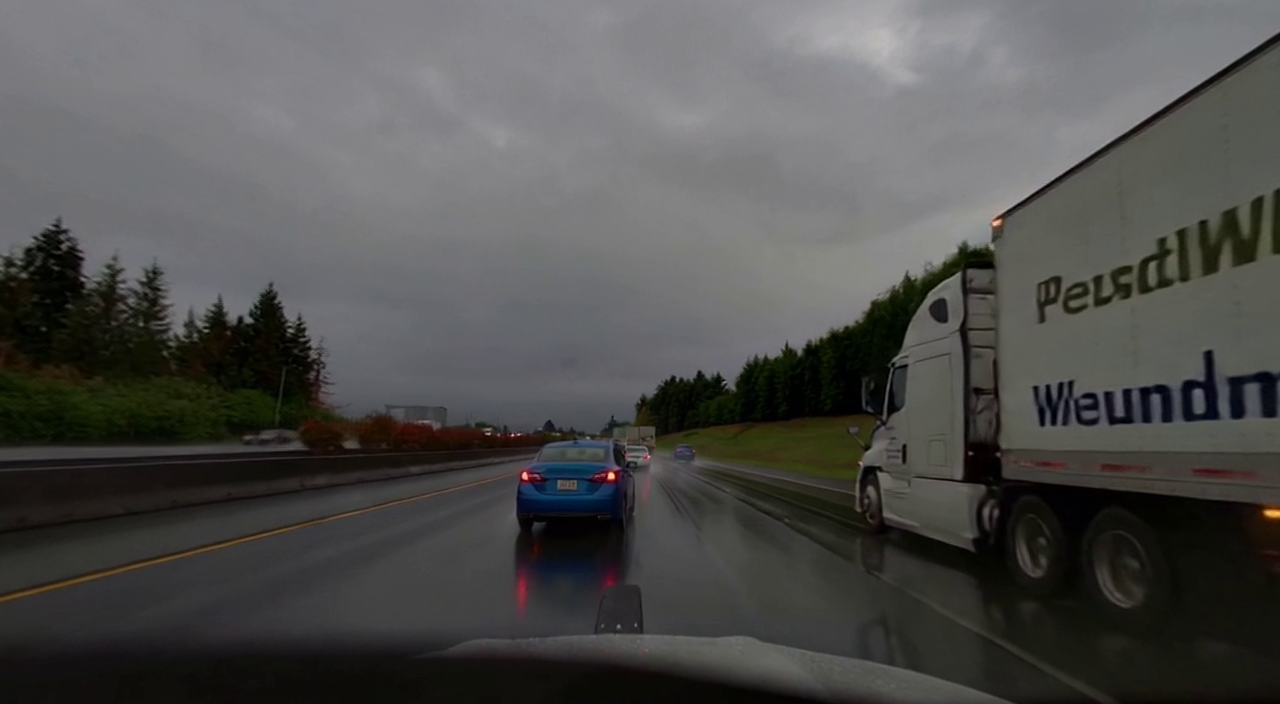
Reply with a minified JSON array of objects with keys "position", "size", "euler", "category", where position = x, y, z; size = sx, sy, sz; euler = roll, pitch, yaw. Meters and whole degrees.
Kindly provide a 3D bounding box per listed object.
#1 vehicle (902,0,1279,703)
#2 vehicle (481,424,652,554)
[{"position":[4.895,-0.503,1.018],"size":[2.825,4.043,14.051],"euler":[0,-9,0],"category":"vehicle"},{"position":[-0.880,1.981,9.678],"size":[2.038,1.582,3.729],"euler":[-1,-9,2],"category":"vehicle"}]
